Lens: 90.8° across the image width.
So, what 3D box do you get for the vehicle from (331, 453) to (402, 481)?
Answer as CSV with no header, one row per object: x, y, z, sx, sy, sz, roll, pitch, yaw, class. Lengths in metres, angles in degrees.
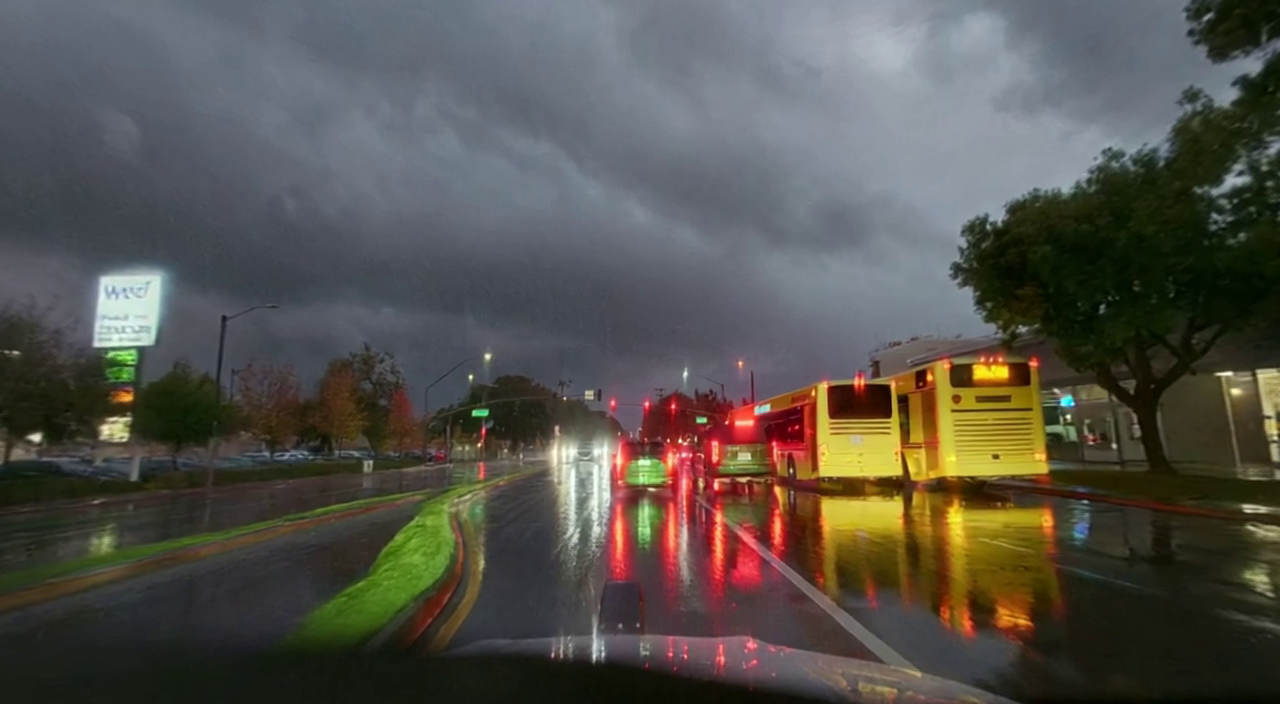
-14.822,6.228,34.458,1.960,1.396,4.185,-1,-9,1,vehicle

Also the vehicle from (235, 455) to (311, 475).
-28.359,8.728,48.993,4.881,1.458,1.914,4,-10,-27,vehicle

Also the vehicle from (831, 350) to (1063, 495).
10.313,2.762,23.286,3.181,4.110,10.468,0,-9,0,vehicle

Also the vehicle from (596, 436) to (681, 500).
-0.101,3.125,17.344,2.071,1.525,3.723,0,-9,-2,vehicle

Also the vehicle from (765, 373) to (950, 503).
6.458,2.798,20.683,2.879,3.318,8.881,0,-8,0,vehicle

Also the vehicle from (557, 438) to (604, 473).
-3.089,5.478,33.544,2.180,1.708,4.397,0,-9,-1,vehicle

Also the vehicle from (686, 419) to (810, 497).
2.957,3.140,19.065,2.490,1.951,5.931,0,-9,-2,vehicle
